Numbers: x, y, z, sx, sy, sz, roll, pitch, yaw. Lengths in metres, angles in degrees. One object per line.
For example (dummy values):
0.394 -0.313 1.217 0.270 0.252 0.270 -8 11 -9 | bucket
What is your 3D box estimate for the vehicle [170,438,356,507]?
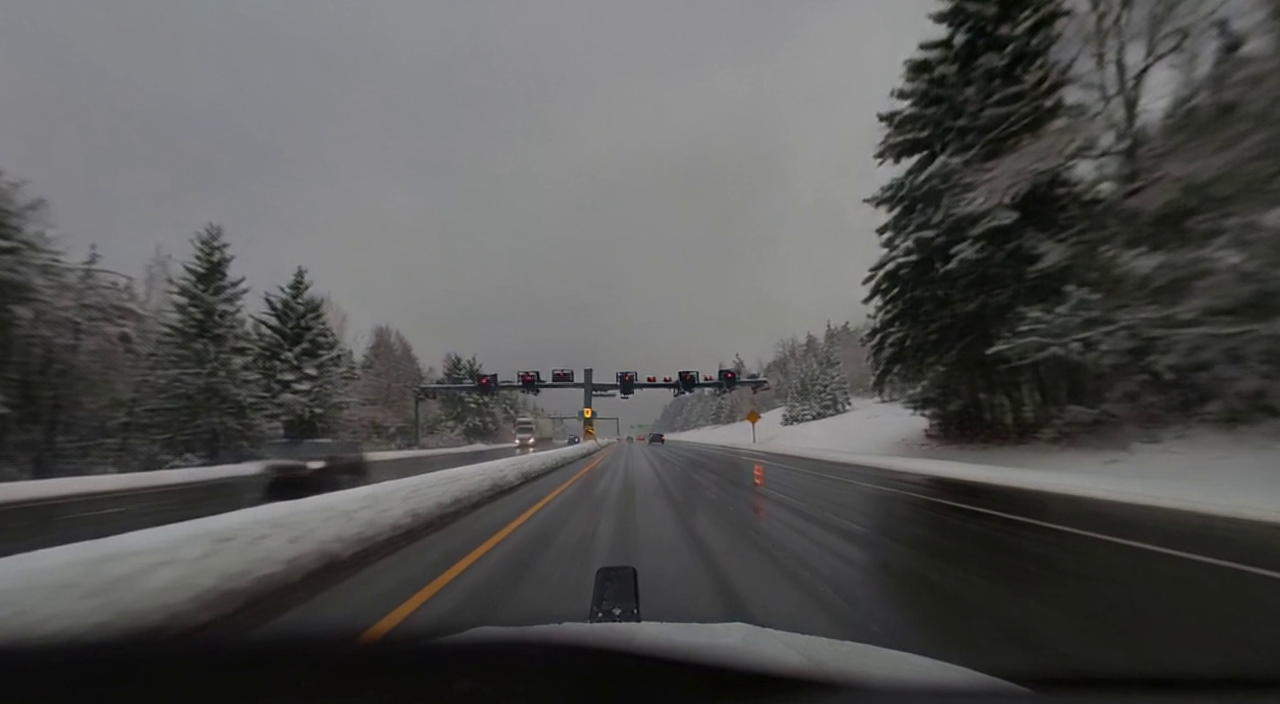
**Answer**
-9.164 2.920 15.899 1.979 1.456 4.550 0 -8 -2 | vehicle
